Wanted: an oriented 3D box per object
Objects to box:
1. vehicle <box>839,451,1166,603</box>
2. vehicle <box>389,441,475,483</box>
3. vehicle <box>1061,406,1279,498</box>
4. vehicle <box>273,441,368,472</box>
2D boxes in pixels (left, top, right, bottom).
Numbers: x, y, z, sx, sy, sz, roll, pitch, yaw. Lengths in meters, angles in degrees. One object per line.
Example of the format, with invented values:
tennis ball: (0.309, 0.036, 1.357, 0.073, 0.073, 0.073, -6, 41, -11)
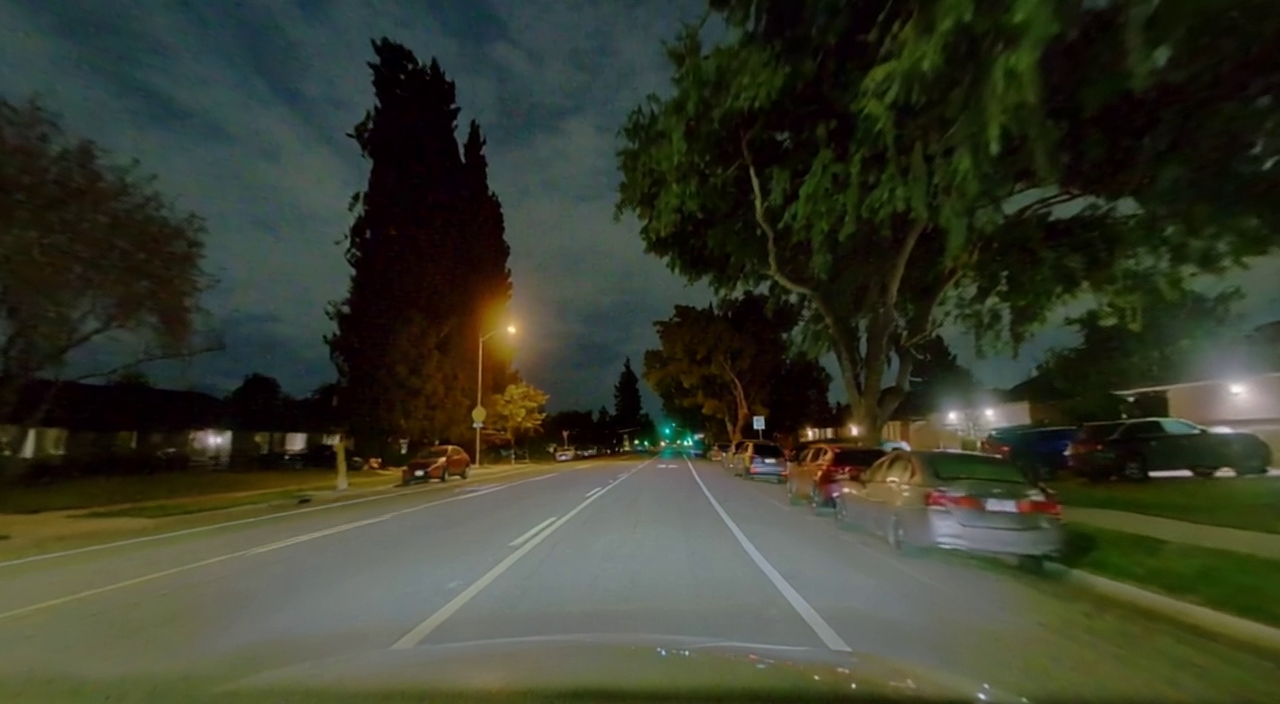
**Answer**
vehicle: (4.225, 2.054, 8.401, 1.911, 1.395, 4.362, 0, -8, 3)
vehicle: (-9.585, 5.146, 29.645, 2.093, 1.767, 5.120, -1, -9, 3)
vehicle: (13.721, 2.450, 15.759, 4.704, 1.942, 2.207, -3, -9, 2)
vehicle: (-18.549, 6.054, 36.833, 4.509, 1.698, 1.890, 0, -9, 4)
